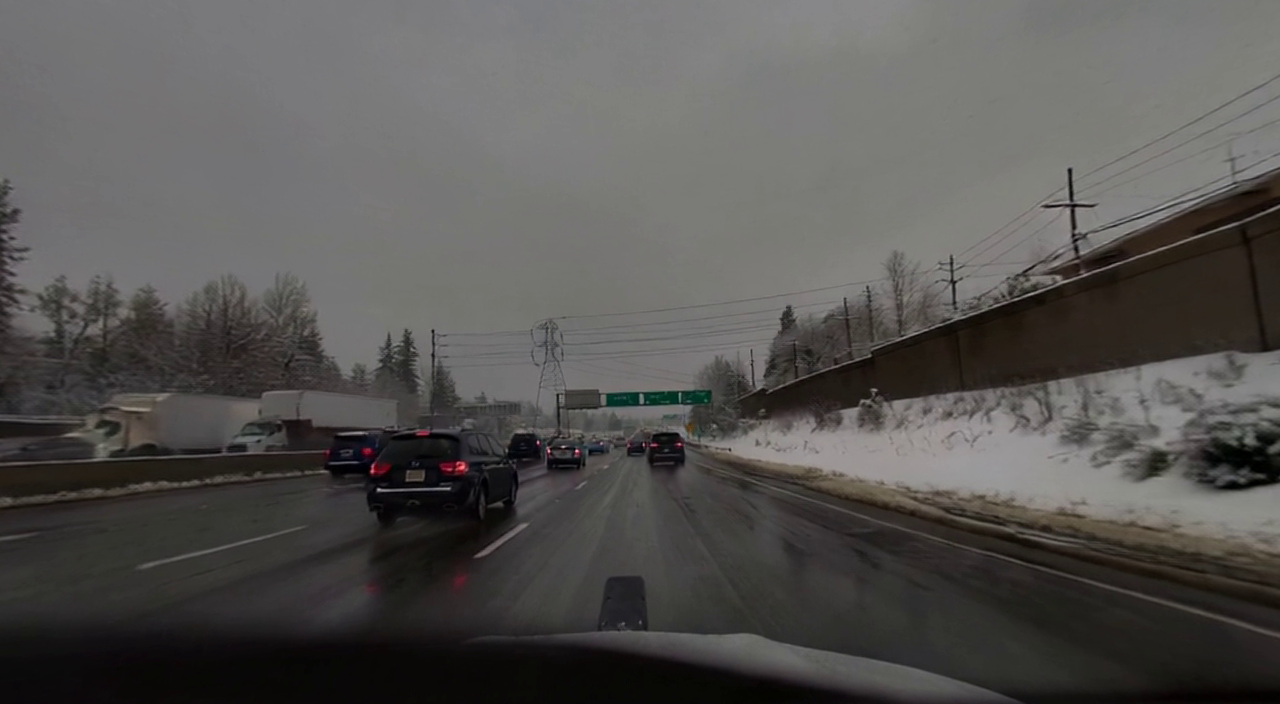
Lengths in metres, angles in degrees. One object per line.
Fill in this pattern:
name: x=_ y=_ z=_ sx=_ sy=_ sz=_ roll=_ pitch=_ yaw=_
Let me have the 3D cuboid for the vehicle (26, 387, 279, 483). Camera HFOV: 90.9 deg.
vehicle: x=-19.851 y=3.566 z=26.932 sx=2.980 sy=3.309 sz=9.603 roll=-1 pitch=-8 yaw=1

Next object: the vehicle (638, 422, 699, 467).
vehicle: x=1.360 y=4.904 z=33.516 sx=2.793 sy=2.132 sz=5.682 roll=-1 pitch=-8 yaw=-1

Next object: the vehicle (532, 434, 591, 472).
vehicle: x=-3.504 y=4.583 z=28.947 sx=2.049 sy=1.530 sz=4.707 roll=-1 pitch=-8 yaw=1

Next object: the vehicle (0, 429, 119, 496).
vehicle: x=-16.077 y=2.766 z=15.886 sx=1.848 sy=1.574 sz=4.688 roll=-1 pitch=-8 yaw=1

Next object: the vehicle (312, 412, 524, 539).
vehicle: x=-3.500 y=2.020 z=11.044 sx=2.026 sy=1.719 sz=4.490 roll=-1 pitch=-8 yaw=1
